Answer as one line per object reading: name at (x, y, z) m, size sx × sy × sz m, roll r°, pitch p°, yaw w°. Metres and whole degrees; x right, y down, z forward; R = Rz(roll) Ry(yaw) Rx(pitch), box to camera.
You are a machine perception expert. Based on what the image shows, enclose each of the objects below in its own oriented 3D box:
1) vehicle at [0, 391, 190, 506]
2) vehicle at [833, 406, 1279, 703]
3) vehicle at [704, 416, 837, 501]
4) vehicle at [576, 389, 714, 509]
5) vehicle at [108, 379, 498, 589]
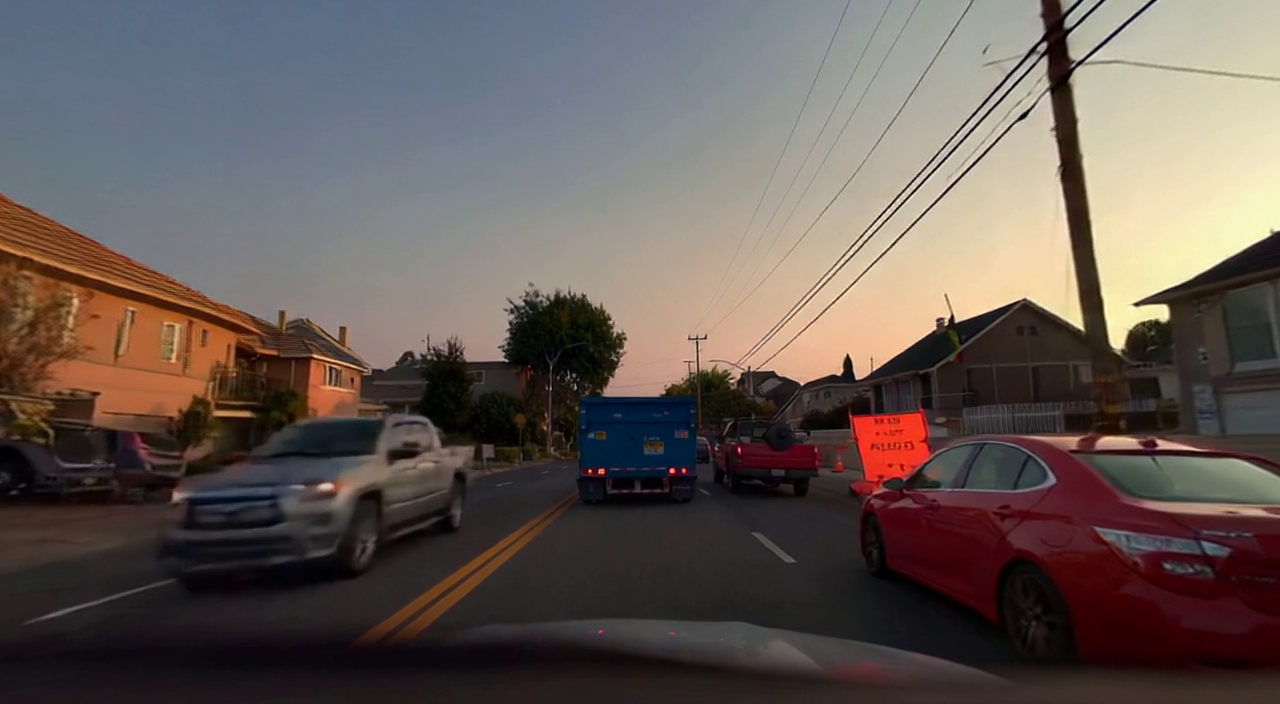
vehicle at (-13.448, 2.160, 14.162) m, size 2.475 × 2.157 × 5.567 m, roll 0°, pitch -8°, yaw -1°
vehicle at (3.147, 1.286, 4.700) m, size 2.010 × 1.499 × 4.481 m, roll 0°, pitch -8°, yaw 0°
vehicle at (3.357, 2.920, 17.657) m, size 2.486 × 1.993 × 5.667 m, roll 0°, pitch -8°, yaw 0°
vehicle at (0.147, 2.404, 15.816) m, size 2.751 × 2.361 × 6.347 m, roll 1°, pitch -9°, yaw 1°
vehicle at (-3.897, 1.684, 8.982) m, size 2.306 × 2.005 × 5.773 m, roll 0°, pitch -8°, yaw 1°
